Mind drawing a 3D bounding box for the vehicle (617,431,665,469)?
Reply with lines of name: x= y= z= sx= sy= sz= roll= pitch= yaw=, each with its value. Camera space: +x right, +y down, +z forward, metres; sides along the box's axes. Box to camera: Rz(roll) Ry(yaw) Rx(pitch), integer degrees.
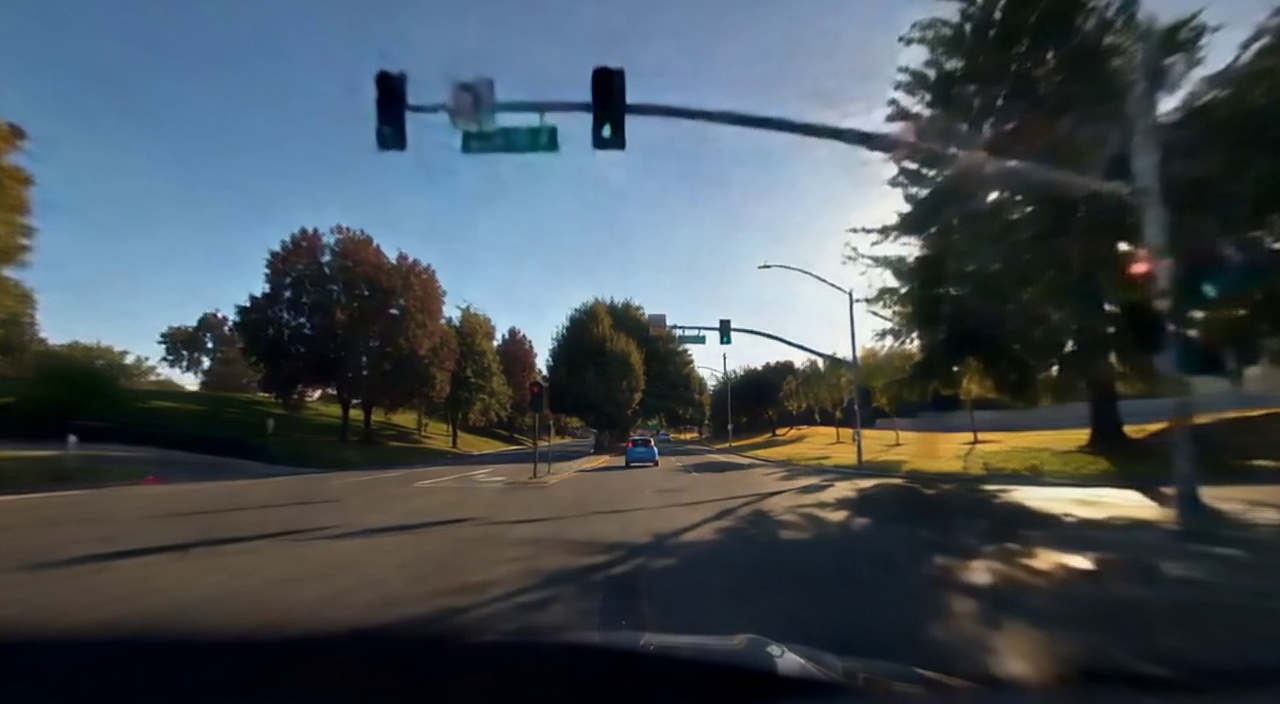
vehicle: x=0.050 y=4.902 z=31.554 sx=2.256 sy=1.734 sz=4.176 roll=0 pitch=-8 yaw=0
